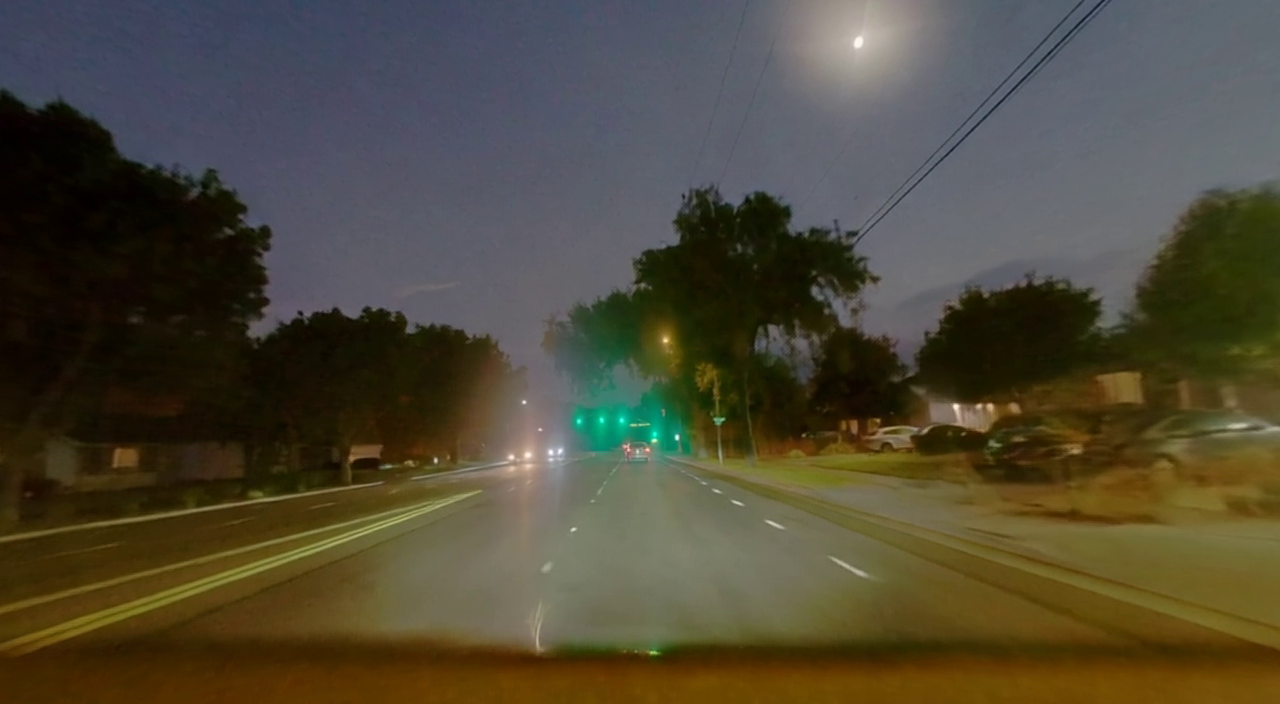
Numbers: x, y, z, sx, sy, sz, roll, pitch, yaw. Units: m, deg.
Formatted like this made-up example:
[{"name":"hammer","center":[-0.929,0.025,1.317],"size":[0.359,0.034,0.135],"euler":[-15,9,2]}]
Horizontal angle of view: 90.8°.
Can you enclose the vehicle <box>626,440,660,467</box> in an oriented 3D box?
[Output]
[{"name":"vehicle","center":[0.150,7.121,44.552],"size":[2.215,1.799,4.426],"euler":[0,-9,-1]}]

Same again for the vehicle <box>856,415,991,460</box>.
[{"name":"vehicle","center":[16.161,4.937,36.356],"size":[6.339,2.103,2.660],"euler":[-3,-8,-1]}]

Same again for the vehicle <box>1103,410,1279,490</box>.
[{"name":"vehicle","center":[12.195,1.938,12.580],"size":[4.415,1.467,1.865],"euler":[0,-9,0]}]
